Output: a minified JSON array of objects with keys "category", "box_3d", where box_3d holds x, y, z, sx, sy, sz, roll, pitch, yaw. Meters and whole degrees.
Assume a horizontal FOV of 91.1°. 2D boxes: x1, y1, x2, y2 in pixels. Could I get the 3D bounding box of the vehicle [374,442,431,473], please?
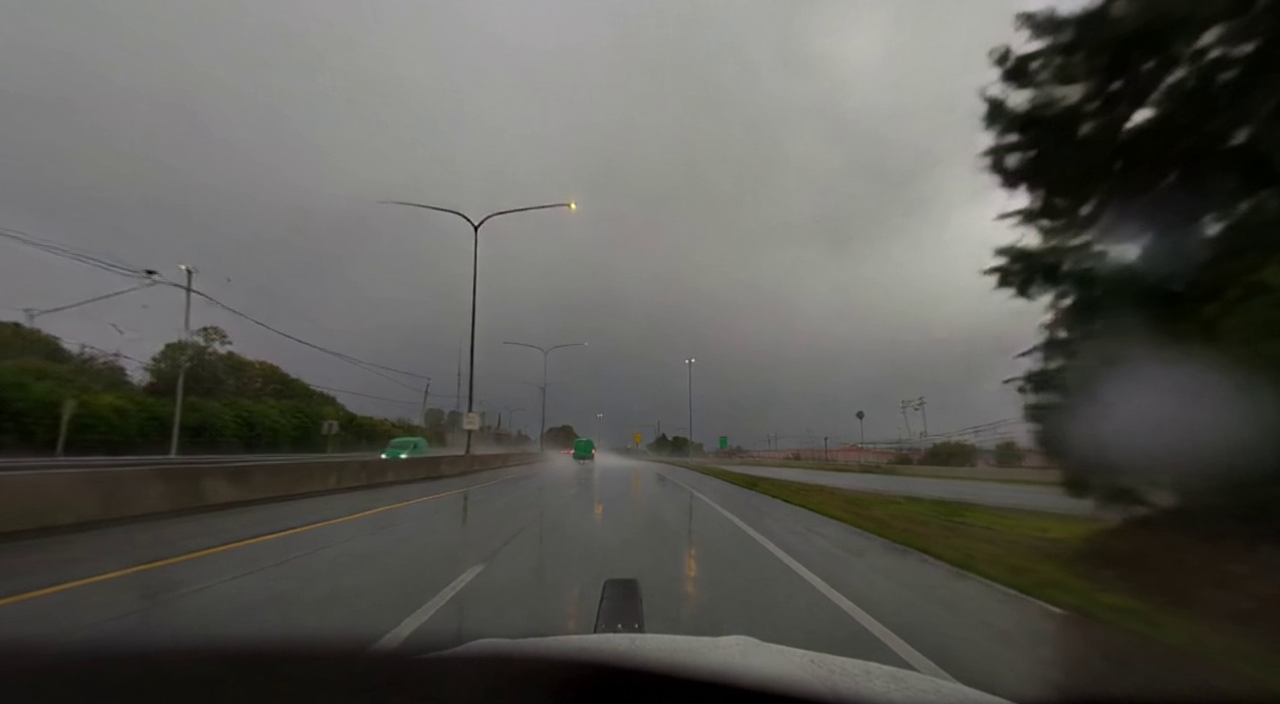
[{"category":"vehicle","box_3d":[-14.985,6.652,39.878,2.084,1.806,4.332,0,-9,-3]}]
